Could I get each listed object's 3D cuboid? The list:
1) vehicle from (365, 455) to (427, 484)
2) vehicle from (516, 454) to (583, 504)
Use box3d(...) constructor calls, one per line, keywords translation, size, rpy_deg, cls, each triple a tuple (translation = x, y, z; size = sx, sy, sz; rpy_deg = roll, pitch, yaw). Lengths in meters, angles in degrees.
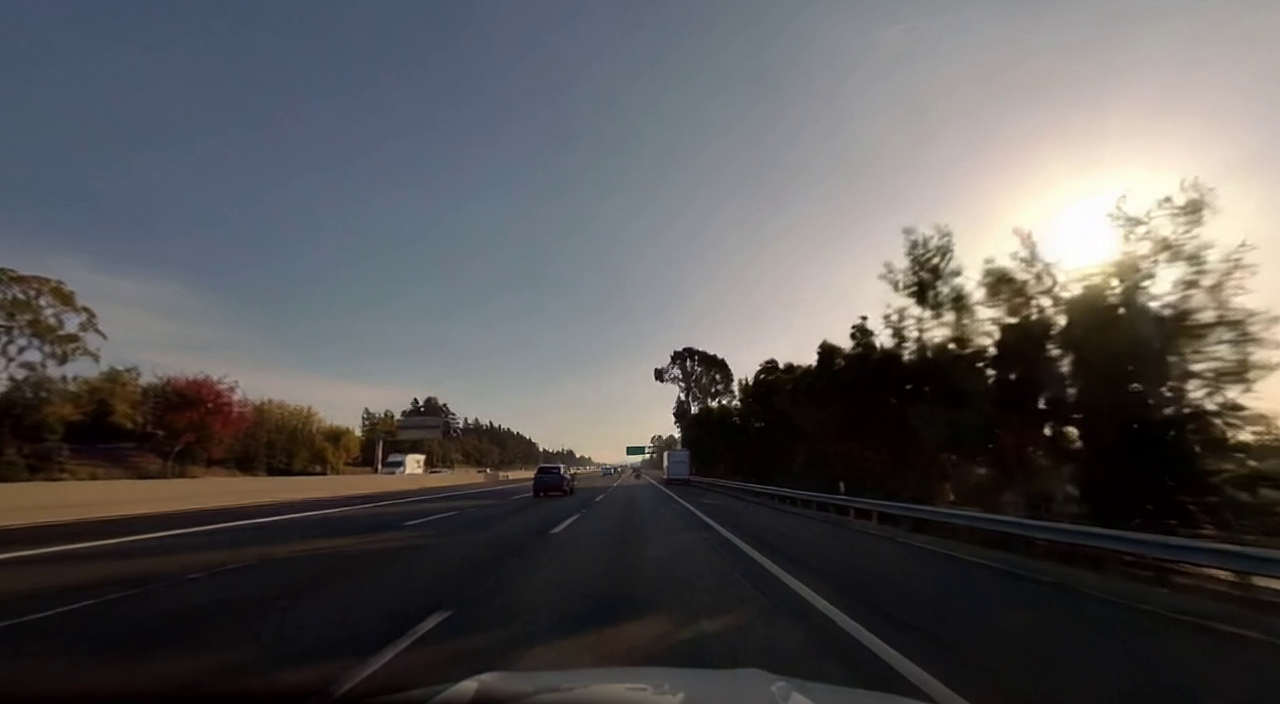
box3d(translation=(-18.087, 8.769, 47.011), size=(2.157, 2.031, 5.648), rpy_deg=(0, -10, 2), cls="vehicle")
box3d(translation=(-3.682, 5.296, 26.458), size=(2.036, 1.835, 4.888), rpy_deg=(1, -10, 0), cls="vehicle")
